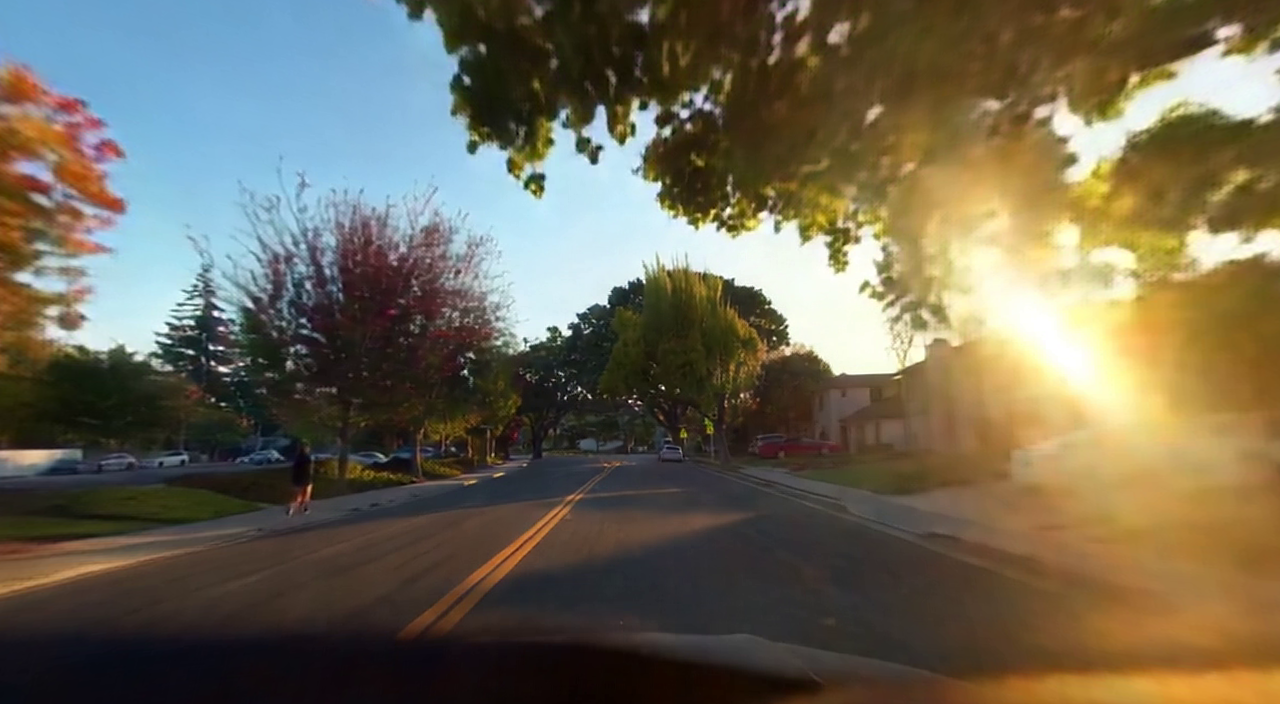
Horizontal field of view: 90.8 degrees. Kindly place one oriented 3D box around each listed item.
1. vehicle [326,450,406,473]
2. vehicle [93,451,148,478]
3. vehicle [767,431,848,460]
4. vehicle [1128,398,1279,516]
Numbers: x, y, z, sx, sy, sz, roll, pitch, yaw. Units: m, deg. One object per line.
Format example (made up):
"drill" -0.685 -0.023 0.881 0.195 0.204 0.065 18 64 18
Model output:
"vehicle" -19.132 7.659 44.253 4.691 1.483 1.955 8 -12 -44
"vehicle" -35.899 7.782 43.626 4.938 1.720 1.926 -9 -14 40
"vehicle" 11.074 6.237 42.031 4.750 1.658 1.902 -2 -10 0
"vehicle" 10.576 1.584 10.100 3.933 1.645 1.832 -2 -8 -2
